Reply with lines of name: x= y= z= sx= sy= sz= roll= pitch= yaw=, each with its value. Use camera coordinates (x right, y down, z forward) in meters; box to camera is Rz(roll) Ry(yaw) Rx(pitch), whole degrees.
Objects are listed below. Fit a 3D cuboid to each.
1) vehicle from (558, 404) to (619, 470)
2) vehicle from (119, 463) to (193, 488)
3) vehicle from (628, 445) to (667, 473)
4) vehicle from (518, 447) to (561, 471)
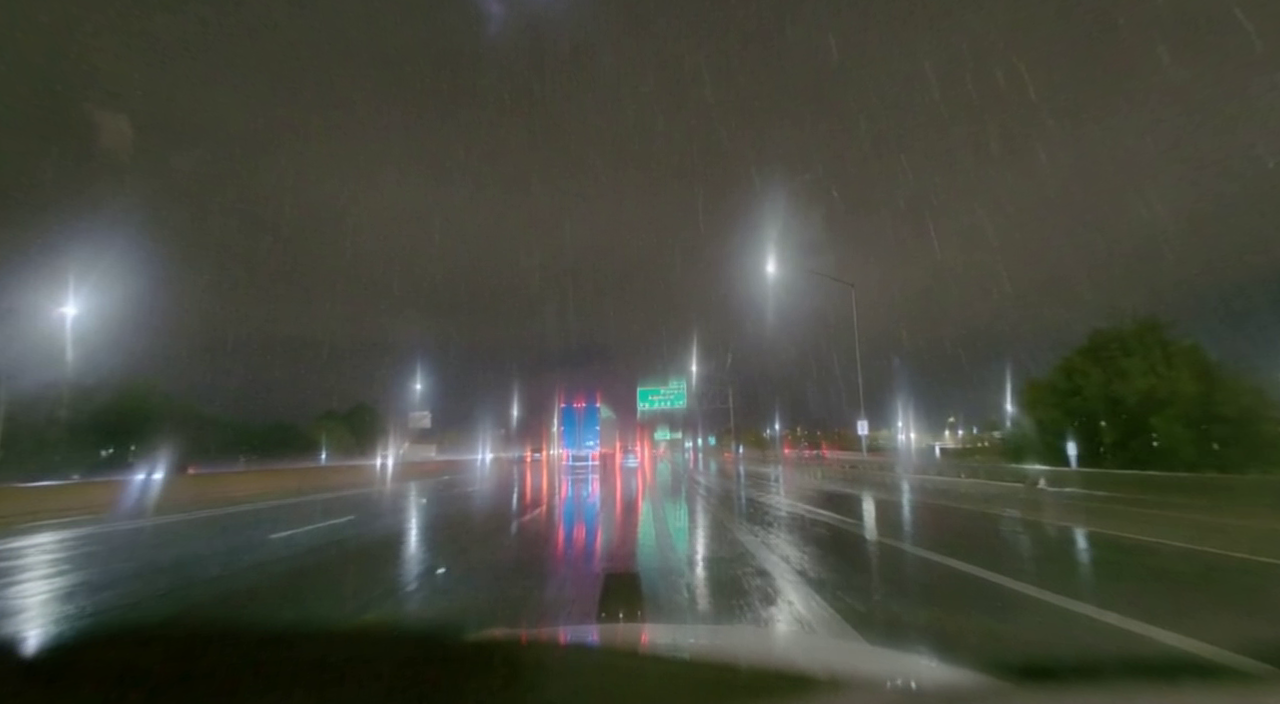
vehicle: x=-3.301 y=6.025 z=43.868 sx=3.053 sy=3.948 sz=11.288 roll=-1 pitch=-9 yaw=1
vehicle: x=-34.983 y=8.935 z=45.668 sx=1.835 sy=1.566 sz=4.344 roll=0 pitch=-9 yaw=1
vehicle: x=0.402 y=5.984 z=35.403 sx=2.066 sy=1.469 sz=4.050 roll=0 pitch=-9 yaw=0
vehicle: x=-6.764 y=7.265 z=42.945 sx=1.996 sy=1.495 sz=4.671 roll=-1 pitch=-9 yaw=2
